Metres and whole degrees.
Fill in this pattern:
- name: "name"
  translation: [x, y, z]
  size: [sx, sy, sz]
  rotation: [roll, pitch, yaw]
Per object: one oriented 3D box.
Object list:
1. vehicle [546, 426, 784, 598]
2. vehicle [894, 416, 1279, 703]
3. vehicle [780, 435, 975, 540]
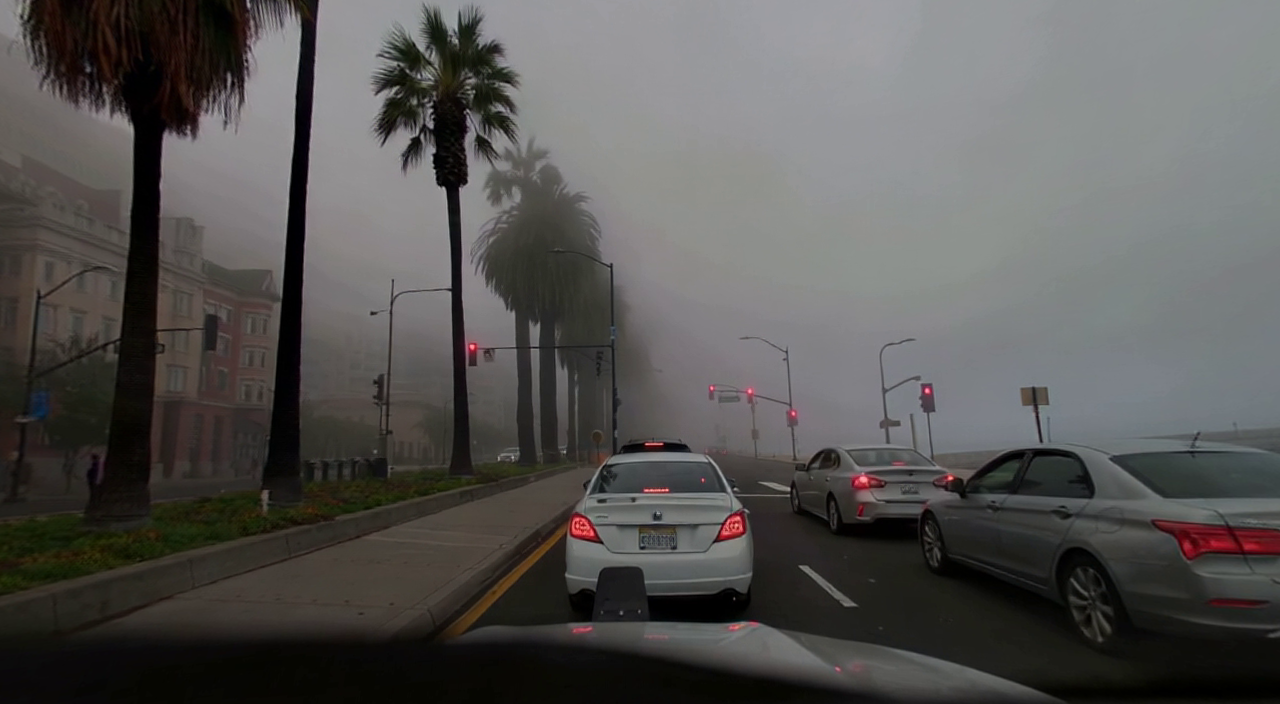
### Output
- name: "vehicle"
  translation: [0.252, 1.697, 7.482]
  size: [2.093, 1.503, 3.681]
  rotation: [0, -9, 1]
- name: "vehicle"
  translation: [3.918, 1.359, 5.090]
  size: [1.913, 1.469, 4.425]
  rotation: [0, -9, 1]
- name: "vehicle"
  translation: [3.896, 2.285, 11.320]
  size: [1.920, 1.490, 4.417]
  rotation: [-1, -9, 2]
